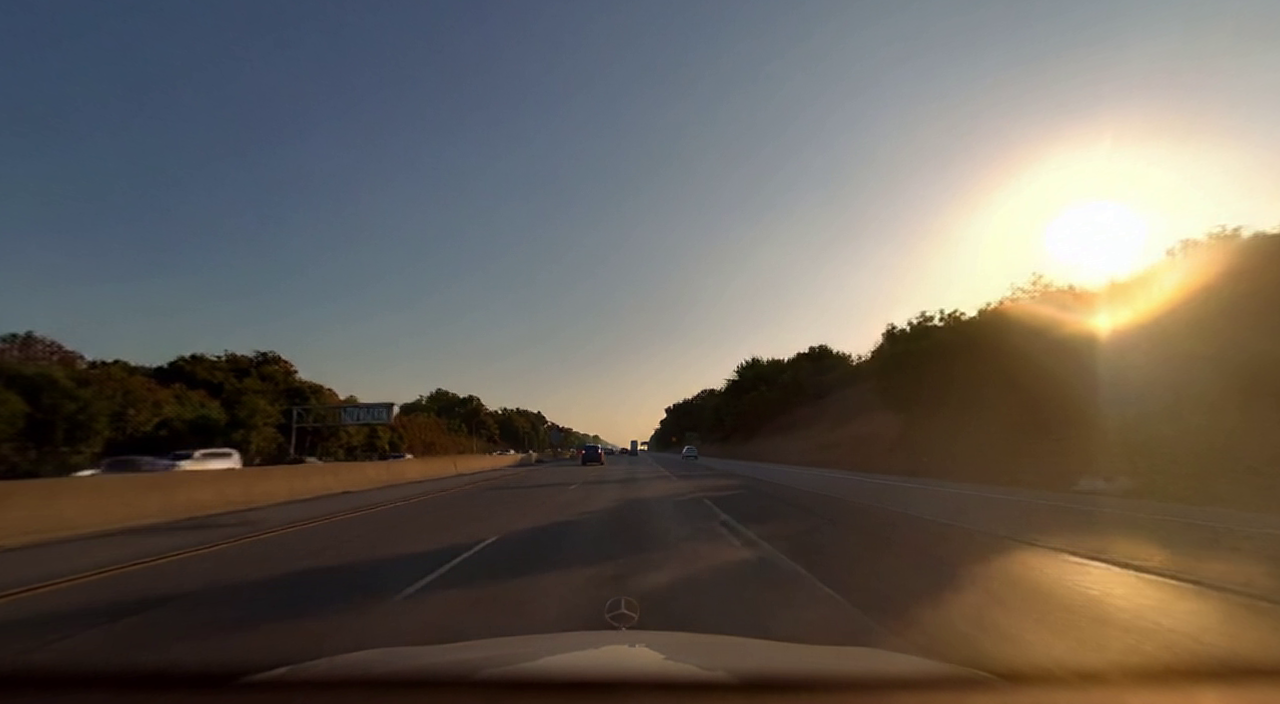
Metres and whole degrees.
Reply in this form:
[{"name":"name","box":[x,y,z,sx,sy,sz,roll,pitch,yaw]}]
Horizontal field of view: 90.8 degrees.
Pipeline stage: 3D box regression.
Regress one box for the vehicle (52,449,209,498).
[{"name":"vehicle","box":[-21.700,5.141,27.352,2.223,1.871,5.577,0,-9,-1]}]

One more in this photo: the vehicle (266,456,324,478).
[{"name":"vehicle","box":[-25.523,8.534,46.921,1.849,1.457,4.390,0,-9,0]}]

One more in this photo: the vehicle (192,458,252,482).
[{"name":"vehicle","box":[-28.987,8.151,43.952,1.727,1.533,3.549,0,-9,0]}]
